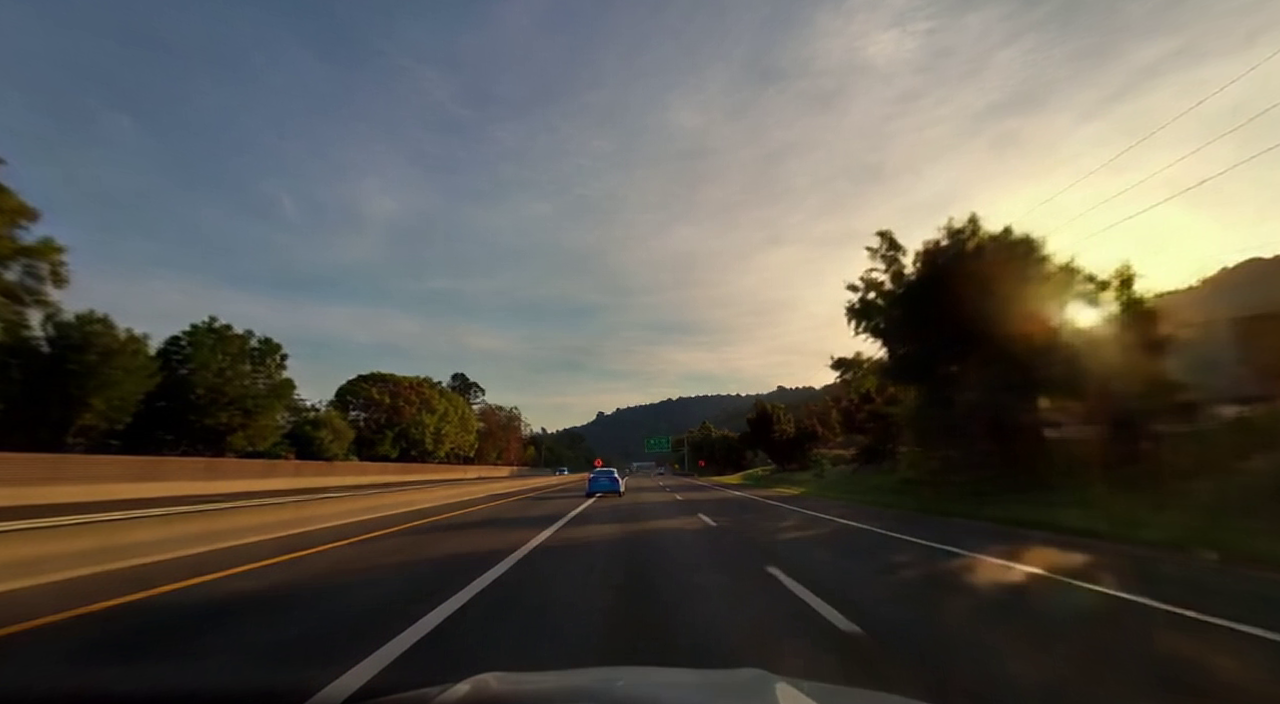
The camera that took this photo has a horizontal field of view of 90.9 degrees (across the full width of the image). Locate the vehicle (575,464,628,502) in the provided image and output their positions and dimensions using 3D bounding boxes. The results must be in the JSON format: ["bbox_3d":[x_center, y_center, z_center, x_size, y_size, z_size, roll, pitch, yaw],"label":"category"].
[{"bbox_3d":[-1.641,5.869,28.463,2.016,1.530,4.009,1,-11,2],"label":"vehicle"}]
